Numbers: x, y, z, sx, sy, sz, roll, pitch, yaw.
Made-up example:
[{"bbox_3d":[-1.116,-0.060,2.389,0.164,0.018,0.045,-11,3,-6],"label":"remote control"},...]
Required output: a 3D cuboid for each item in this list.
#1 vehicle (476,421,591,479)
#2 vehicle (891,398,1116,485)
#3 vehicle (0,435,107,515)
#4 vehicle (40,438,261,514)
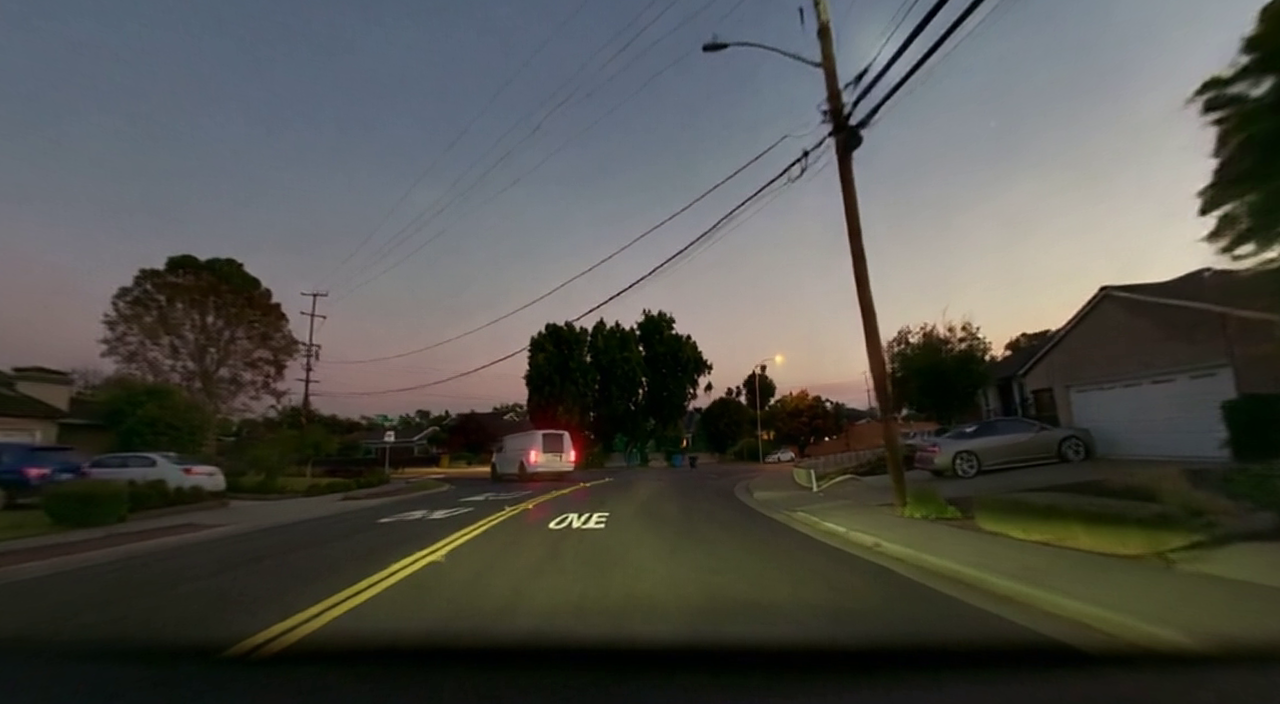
[{"bbox_3d":[-6.449,5.776,37.439,2.929,3.058,7.559,8,-12,-43],"label":"vehicle"},{"bbox_3d":[9.662,2.451,17.141,4.658,1.536,2.090,-8,-10,0],"label":"vehicle"},{"bbox_3d":[-16.676,2.987,15.628,4.881,1.828,2.111,1,-9,-3],"label":"vehicle"},{"bbox_3d":[-13.969,3.641,18.316,4.550,1.655,2.143,-4,-15,-2],"label":"vehicle"}]
